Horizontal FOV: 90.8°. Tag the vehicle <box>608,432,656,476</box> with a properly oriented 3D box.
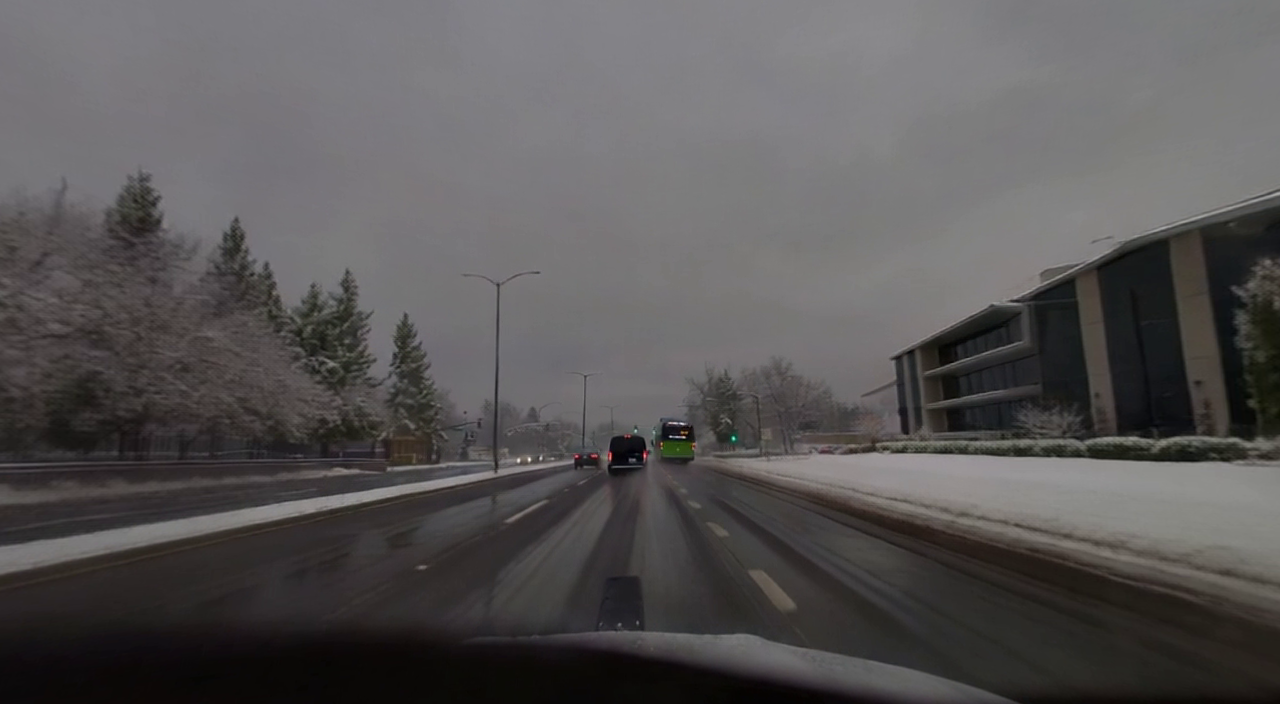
[{"bbox_3d":[-0.346,5.366,33.513,2.336,2.122,5.207,0,-9,1],"label":"vehicle"}]

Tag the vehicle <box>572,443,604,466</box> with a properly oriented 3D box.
[{"bbox_3d":[-4.014,7.979,49.149,2.109,1.672,4.256,0,-9,1],"label":"vehicle"}]
